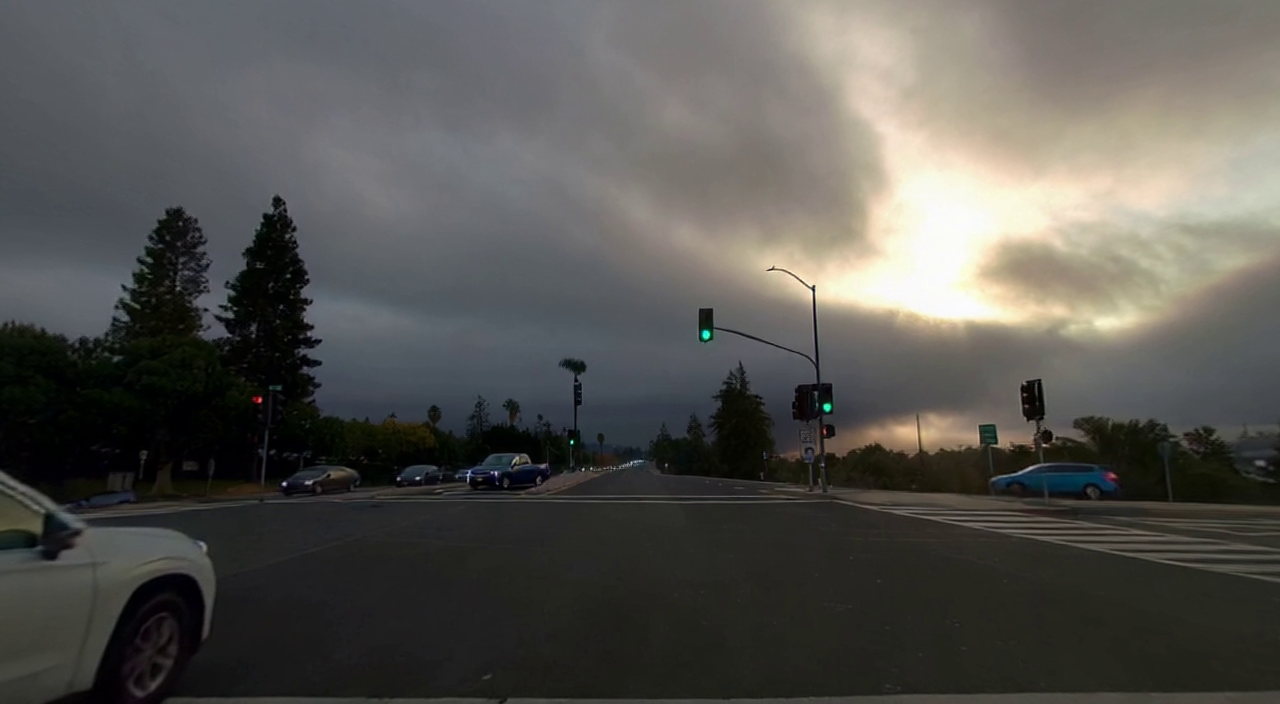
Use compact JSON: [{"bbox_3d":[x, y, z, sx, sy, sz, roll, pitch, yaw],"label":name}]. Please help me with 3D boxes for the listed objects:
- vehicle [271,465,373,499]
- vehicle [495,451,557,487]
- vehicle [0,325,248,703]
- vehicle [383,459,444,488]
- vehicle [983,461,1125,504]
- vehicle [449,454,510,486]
[{"bbox_3d":[-19.374,7.901,38.660,2.050,1.755,5.135,-7,-11,36],"label":"vehicle"},{"bbox_3d":[-5.116,5.293,28.892,2.107,1.456,4.728,0,-8,-2],"label":"vehicle"},{"bbox_3d":[-3.465,0.655,1.365,2.242,1.761,4.505,0,-8,1],"label":"vehicle"},{"bbox_3d":[-16.706,8.951,46.798,2.111,1.925,4.507,-2,-9,13],"label":"vehicle"},{"bbox_3d":[17.385,5.467,26.752,4.571,1.621,2.113,-3,-9,20],"label":"vehicle"},{"bbox_3d":[-8.049,5.971,32.081,1.960,1.433,4.213,0,-8,1],"label":"vehicle"}]
